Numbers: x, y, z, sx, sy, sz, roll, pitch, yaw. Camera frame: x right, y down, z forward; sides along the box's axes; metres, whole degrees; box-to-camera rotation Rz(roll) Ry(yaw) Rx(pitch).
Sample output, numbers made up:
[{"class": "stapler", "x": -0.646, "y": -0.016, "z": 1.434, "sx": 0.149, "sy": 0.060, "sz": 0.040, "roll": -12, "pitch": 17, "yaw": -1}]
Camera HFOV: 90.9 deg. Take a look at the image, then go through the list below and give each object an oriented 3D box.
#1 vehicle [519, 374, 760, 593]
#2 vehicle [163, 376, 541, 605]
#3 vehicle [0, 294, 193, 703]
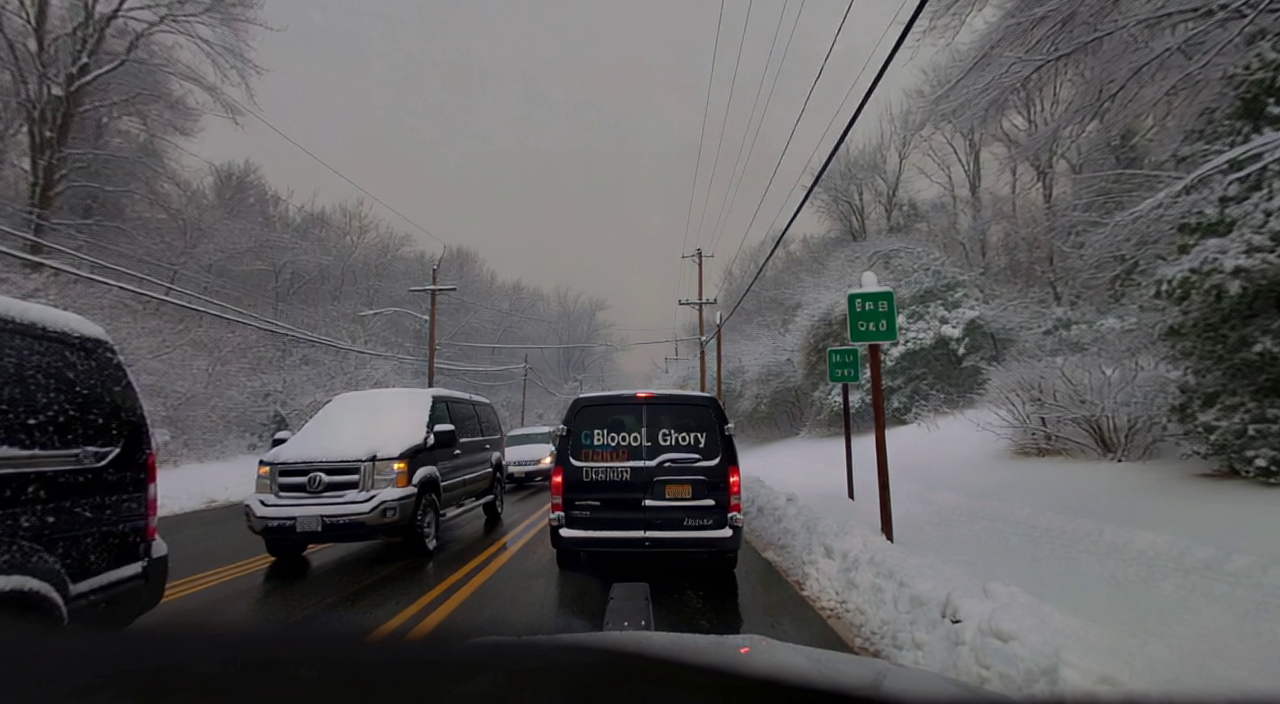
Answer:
[{"class": "vehicle", "x": 0.104, "y": 1.458, "z": 7.688, "sx": 2.117, "sy": 1.911, "sz": 4.095, "roll": -1, "pitch": -8, "yaw": 3}, {"class": "vehicle", "x": -2.761, "y": 1.482, "z": 7.621, "sx": 2.109, "sy": 1.851, "sz": 4.749, "roll": -1, "pitch": -8, "yaw": 3}, {"class": "vehicle", "x": -3.133, "y": 0.470, "z": 0.239, "sx": 2.160, "sy": 1.796, "sz": 4.997, "roll": 0, "pitch": -8, "yaw": 1}]
